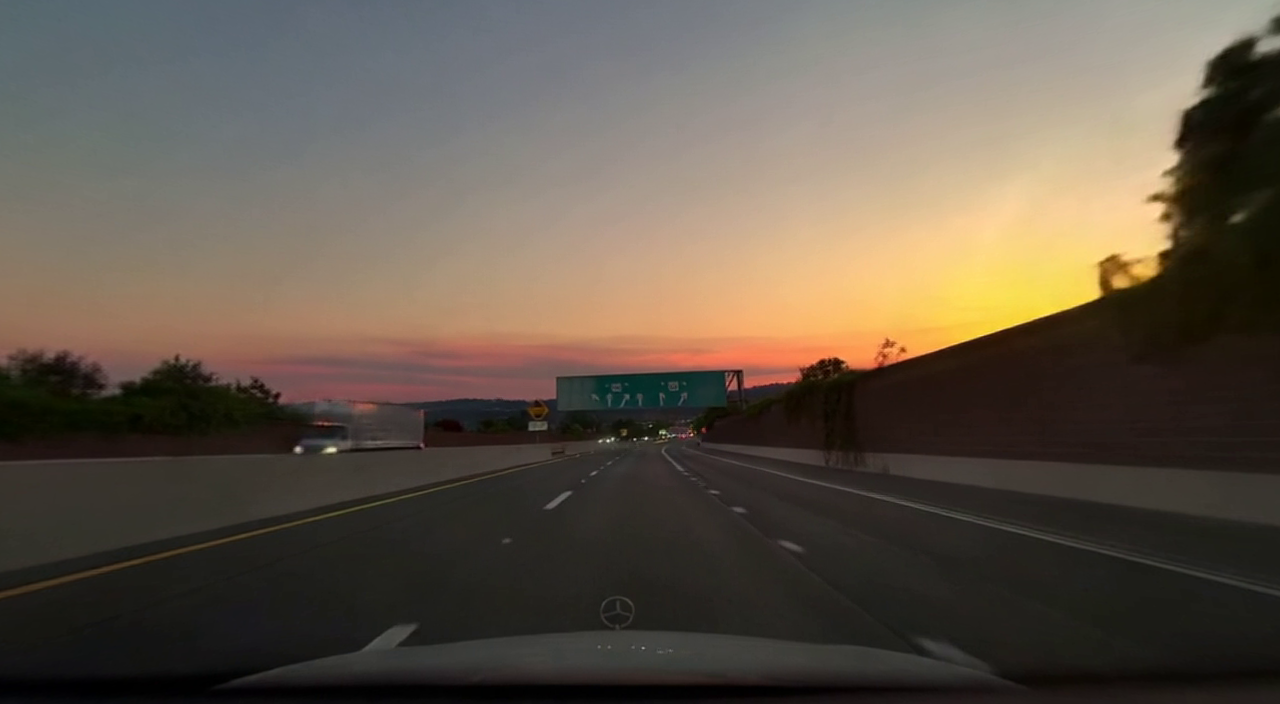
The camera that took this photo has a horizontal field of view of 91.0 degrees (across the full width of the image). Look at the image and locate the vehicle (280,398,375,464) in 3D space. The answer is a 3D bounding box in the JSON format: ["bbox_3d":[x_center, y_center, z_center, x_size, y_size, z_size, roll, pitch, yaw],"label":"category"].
[{"bbox_3d":[-20.341,5.212,41.408,3.001,3.958,5.946,0,-8,0],"label":"vehicle"}]
